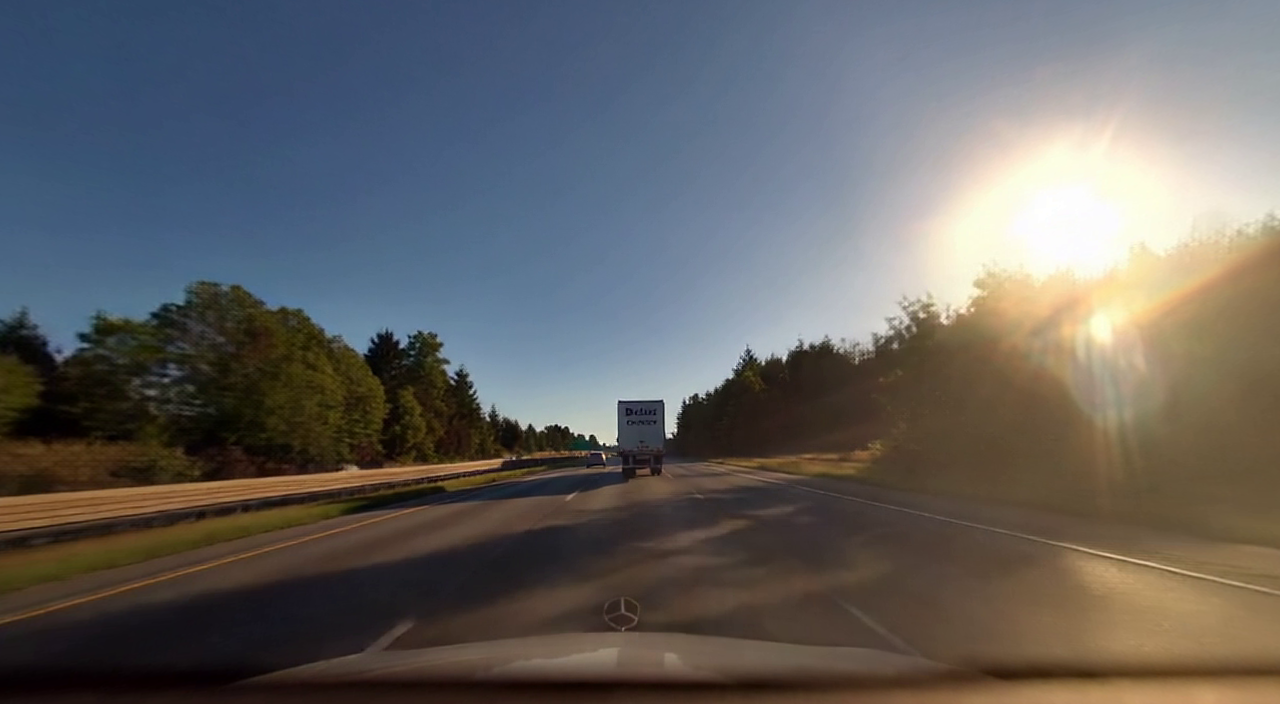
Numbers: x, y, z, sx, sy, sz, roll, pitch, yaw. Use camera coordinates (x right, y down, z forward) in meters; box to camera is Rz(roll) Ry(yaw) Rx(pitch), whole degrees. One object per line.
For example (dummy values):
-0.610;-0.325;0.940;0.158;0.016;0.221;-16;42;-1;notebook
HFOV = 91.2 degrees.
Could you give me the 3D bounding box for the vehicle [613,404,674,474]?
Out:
0.141;6.382;45.049;3.537;4.071;17.399;0;-9;0;vehicle
